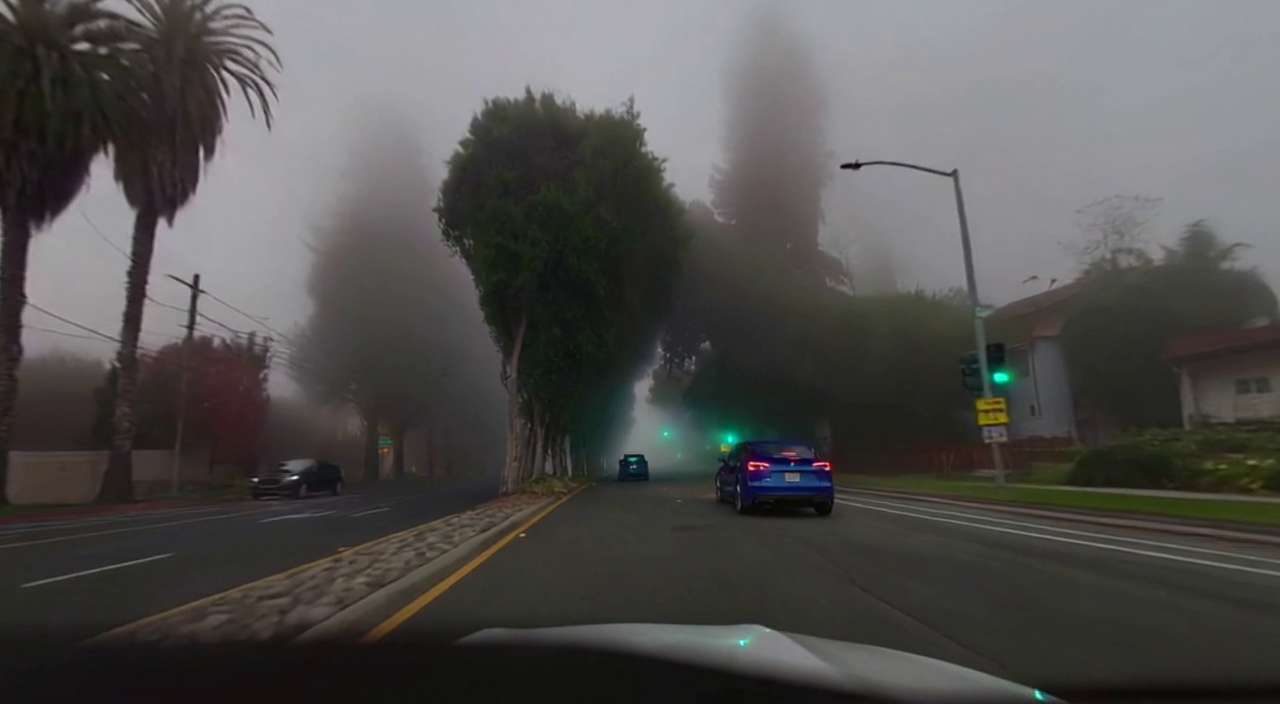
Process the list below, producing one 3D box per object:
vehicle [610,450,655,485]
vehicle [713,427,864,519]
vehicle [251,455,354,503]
[{"bbox_3d":[-0.462,6.294,34.739,2.341,1.709,4.466,0,-9,-2],"label":"vehicle"},{"bbox_3d":[3.282,2.815,15.287,2.205,1.803,5.135,0,-8,-2],"label":"vehicle"},{"bbox_3d":[-17.578,6.594,33.311,2.449,2.016,5.383,-4,-9,1],"label":"vehicle"}]
